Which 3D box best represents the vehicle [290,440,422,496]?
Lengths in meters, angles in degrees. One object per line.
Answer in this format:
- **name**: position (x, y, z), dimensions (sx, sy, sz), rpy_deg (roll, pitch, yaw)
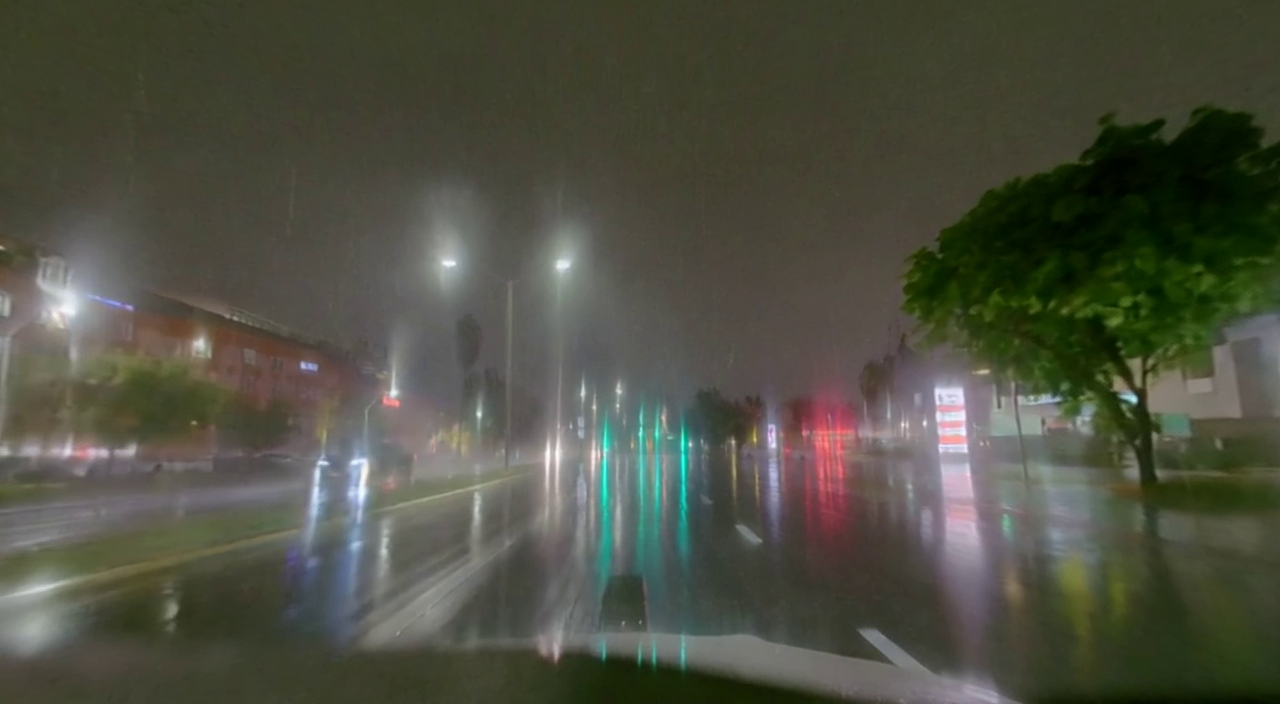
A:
- **vehicle**: position (-8.753, 3.592, 19.883), dimensions (1.961, 1.559, 4.480), rpy_deg (-1, -9, 2)
